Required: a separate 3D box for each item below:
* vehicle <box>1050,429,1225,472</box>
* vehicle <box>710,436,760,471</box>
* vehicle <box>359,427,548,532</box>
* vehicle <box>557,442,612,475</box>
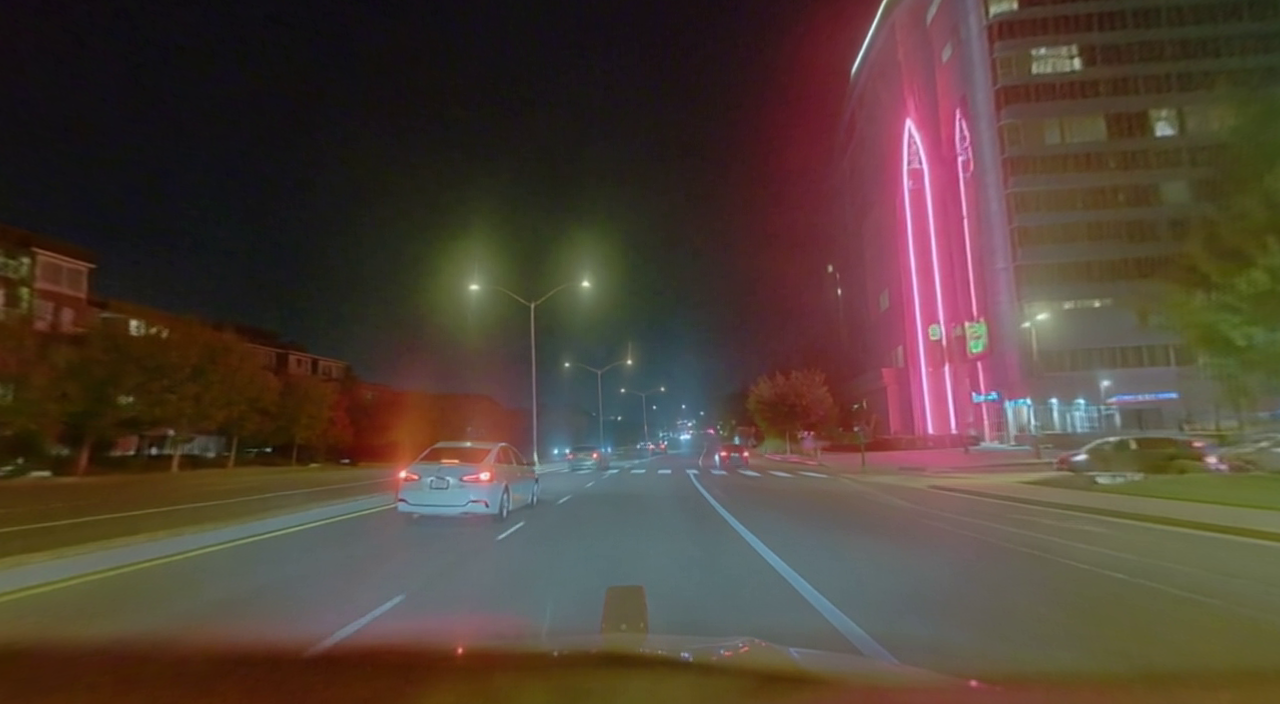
[{"bbox_3d":[18.194,3.622,23.251,4.583,1.491,2.192,0,-8,-1],"label":"vehicle"},{"bbox_3d":[4.904,5.326,33.123,2.103,1.699,4.171,0,-8,1],"label":"vehicle"},{"bbox_3d":[-3.153,2.259,11.809,2.118,1.568,4.436,0,-8,1],"label":"vehicle"},{"bbox_3d":[-2.585,5.061,30.185,1.980,1.454,4.226,-1,-8,4],"label":"vehicle"}]
